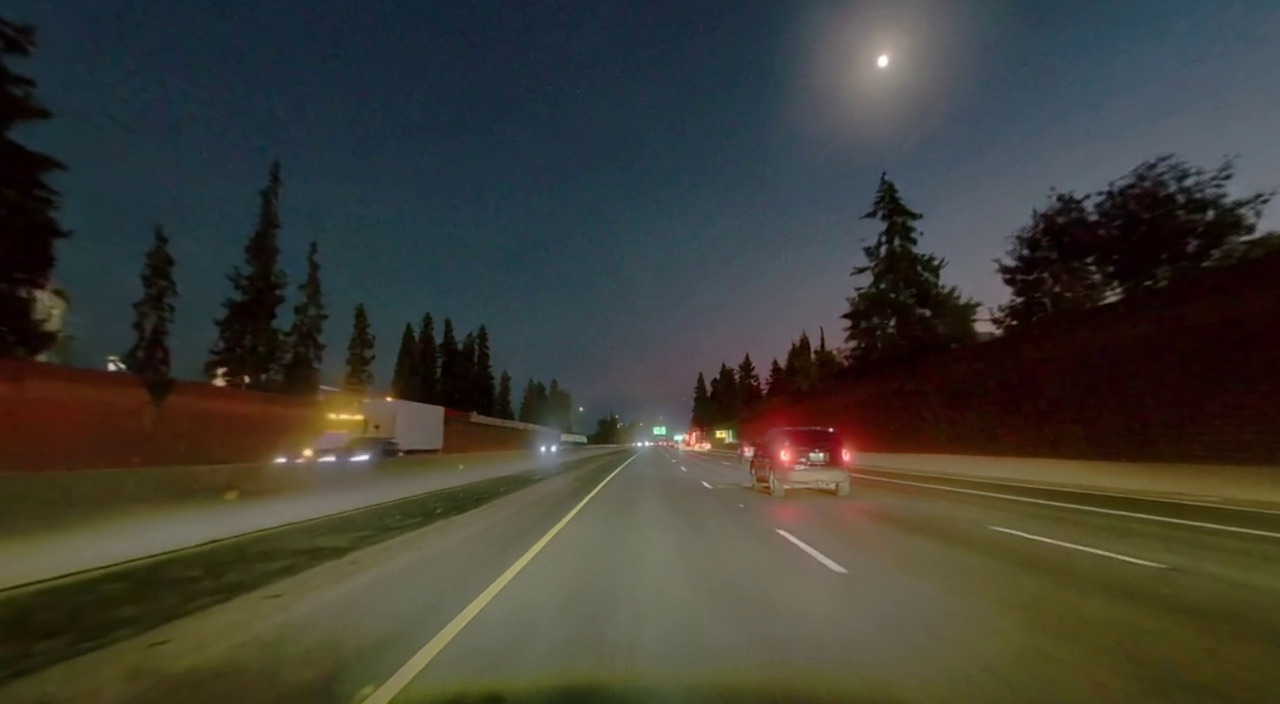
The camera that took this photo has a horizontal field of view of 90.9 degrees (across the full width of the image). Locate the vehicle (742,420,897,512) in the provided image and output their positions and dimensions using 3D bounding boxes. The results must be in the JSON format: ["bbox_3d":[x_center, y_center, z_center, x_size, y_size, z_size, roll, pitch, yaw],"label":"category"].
[{"bbox_3d":[3.901,2.579,14.755,2.190,1.783,4.637,0,-8,-1],"label":"vehicle"}]

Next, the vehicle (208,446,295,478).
[{"bbox_3d":[-21.706,6.129,35.469,2.108,1.664,4.363,0,-8,0],"label":"vehicle"}]

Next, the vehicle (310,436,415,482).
[{"bbox_3d":[-10.842,4.195,25.072,2.115,1.642,4.503,0,-8,0],"label":"vehicle"}]
